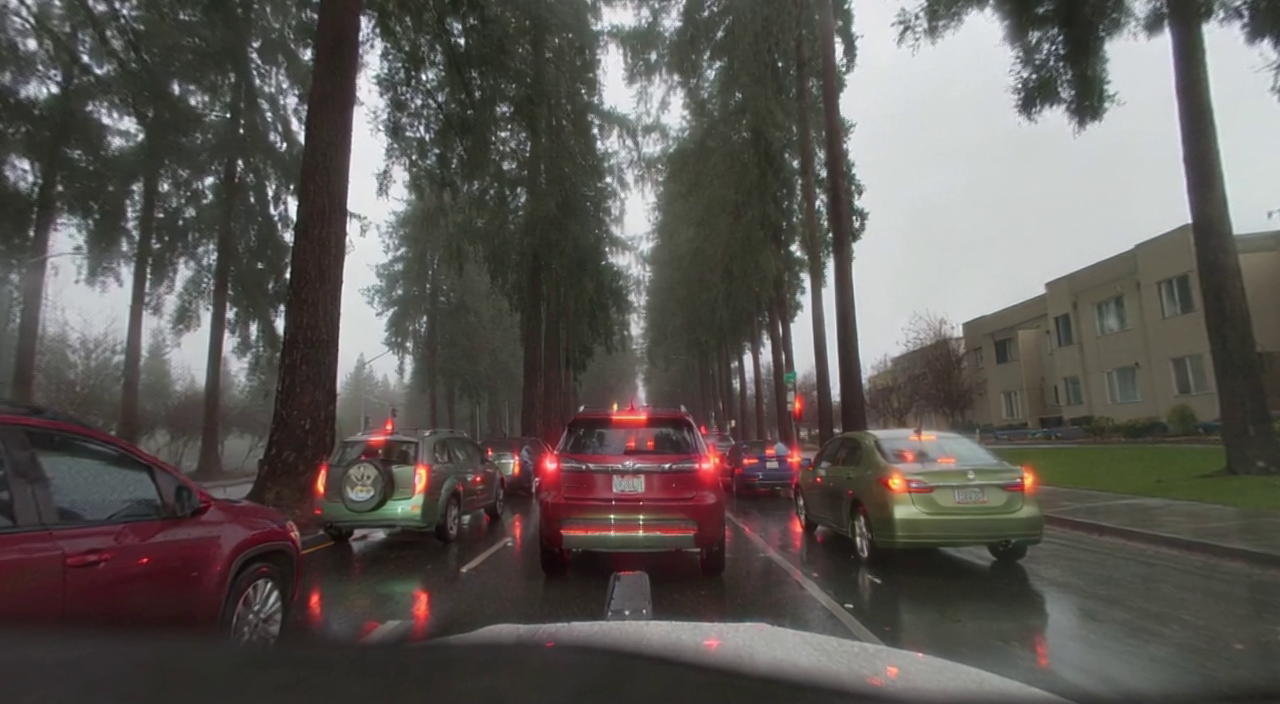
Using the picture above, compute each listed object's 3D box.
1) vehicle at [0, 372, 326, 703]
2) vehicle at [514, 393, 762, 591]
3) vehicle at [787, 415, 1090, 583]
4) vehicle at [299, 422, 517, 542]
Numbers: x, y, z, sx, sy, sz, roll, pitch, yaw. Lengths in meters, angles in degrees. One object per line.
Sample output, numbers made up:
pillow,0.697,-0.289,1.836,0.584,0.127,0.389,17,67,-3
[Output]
vehicle,-3.774,0.998,3.322,1.929,1.641,4.193,0,-8,2
vehicle,0.004,1.539,7.689,2.193,1.744,4.033,0,-8,1
vehicle,3.273,1.672,7.877,1.922,1.579,3.642,0,-8,-1
vehicle,-3.644,2.120,10.941,2.042,1.641,4.314,0,-8,1
